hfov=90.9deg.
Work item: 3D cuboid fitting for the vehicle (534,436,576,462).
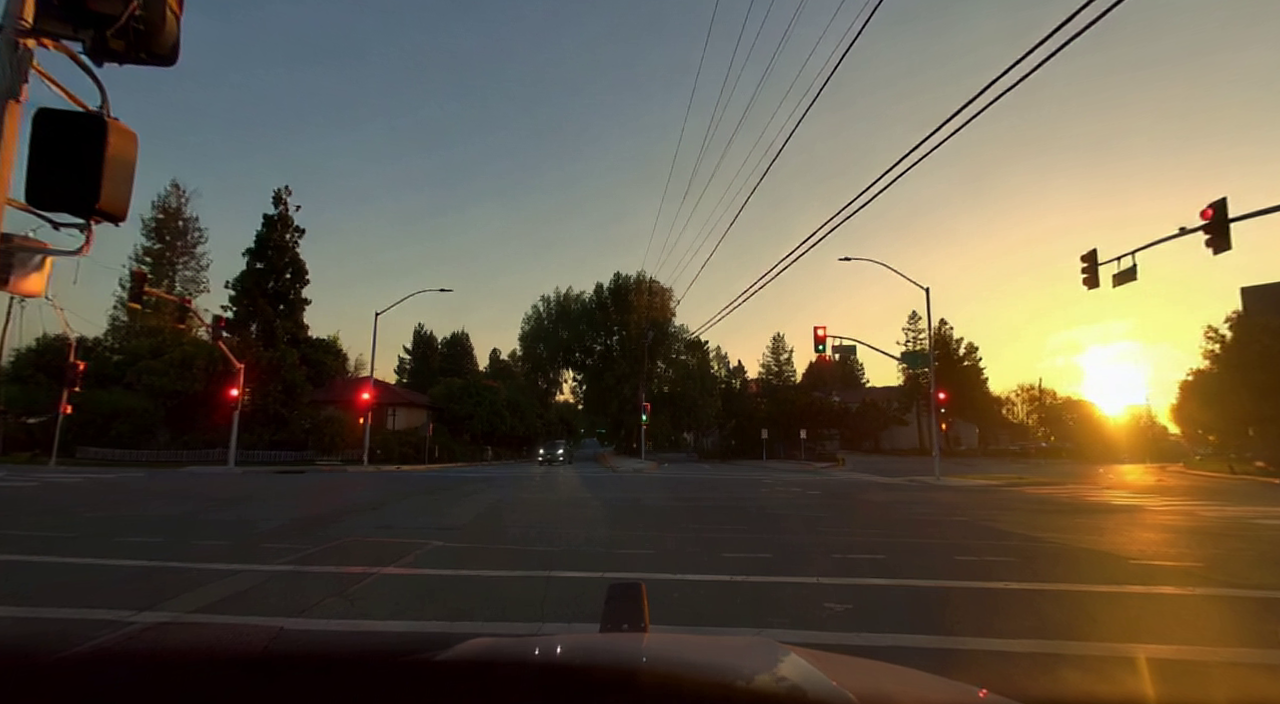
[{"bbox_3d":[-6.040,7.018,45.706,2.234,1.796,5.416,0,-8,1],"label":"vehicle"}]
